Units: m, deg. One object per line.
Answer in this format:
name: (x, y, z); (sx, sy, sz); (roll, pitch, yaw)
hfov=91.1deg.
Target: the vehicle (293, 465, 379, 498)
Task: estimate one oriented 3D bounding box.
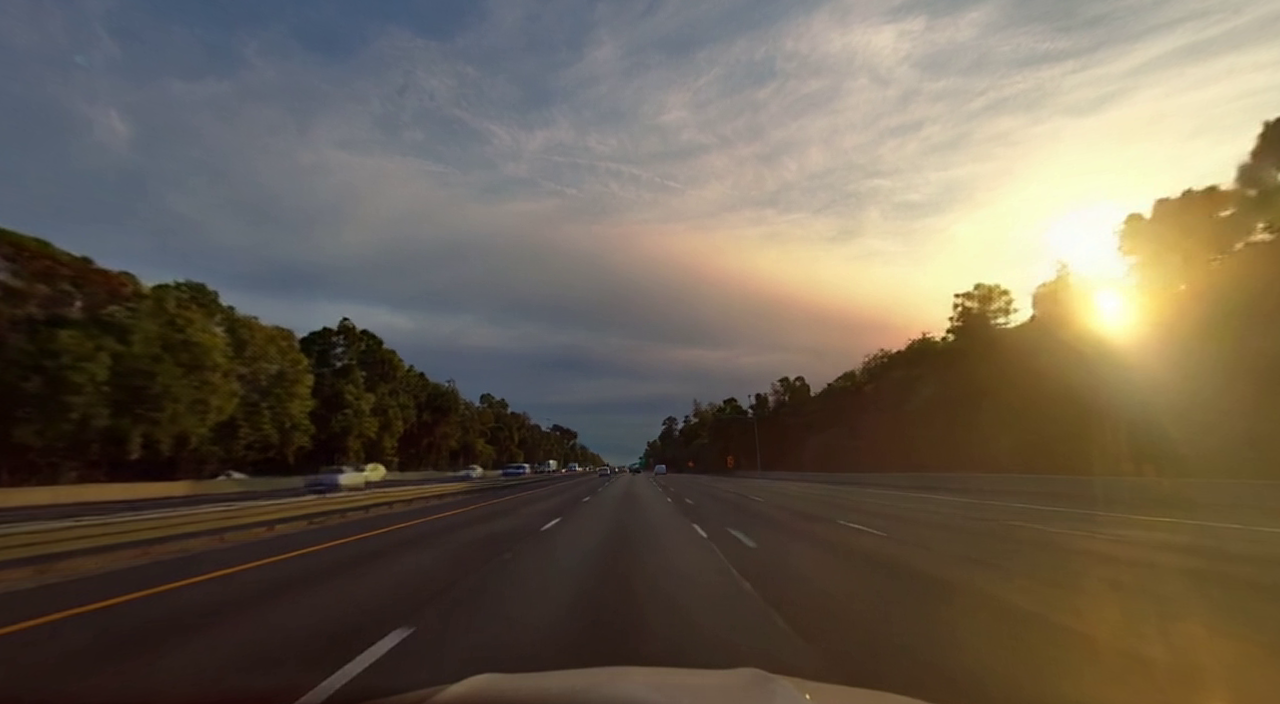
vehicle: (-16.941, 7.227, 35.437); (1.944, 1.648, 5.787); (1, -10, 0)
